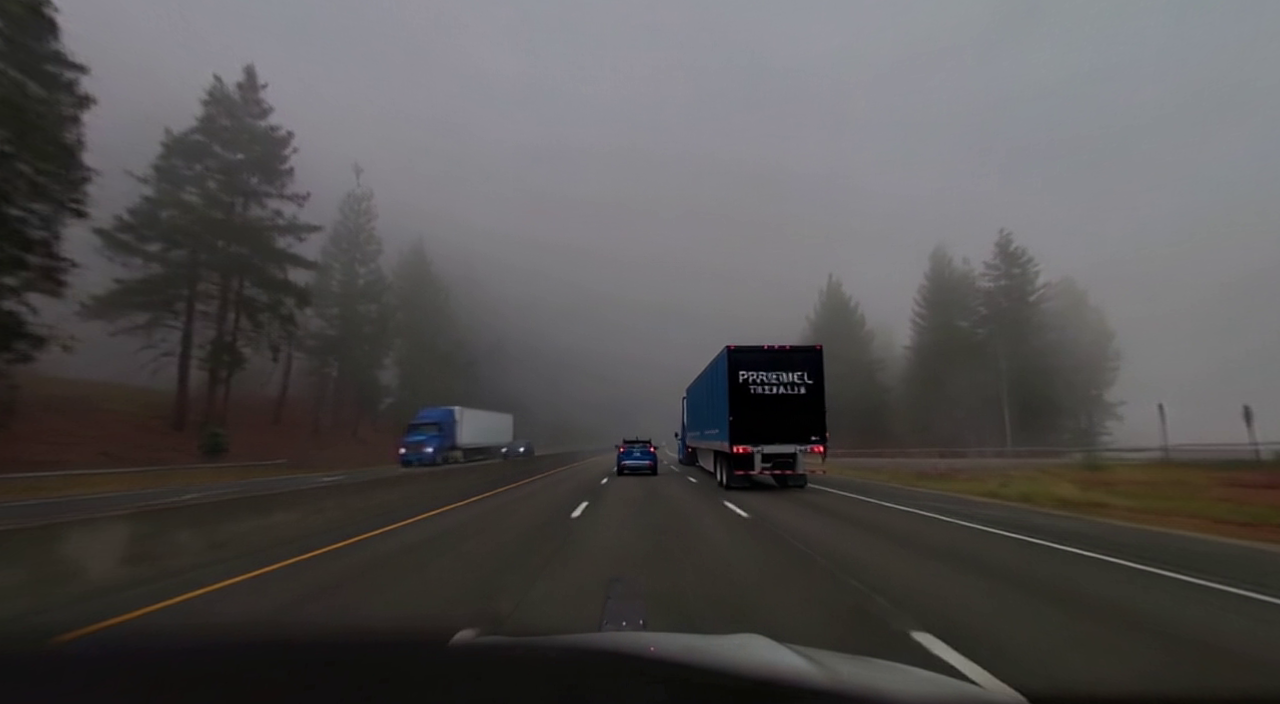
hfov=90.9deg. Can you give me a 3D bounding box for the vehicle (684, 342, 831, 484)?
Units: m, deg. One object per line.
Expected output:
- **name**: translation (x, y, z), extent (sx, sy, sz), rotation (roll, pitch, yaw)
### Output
- **vehicle**: translation (4.016, 2.997, 26.769), extent (2.899, 4.160, 16.621), rotation (0, -9, -1)

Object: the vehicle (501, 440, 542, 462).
- **vehicle**: translation (-8.872, 7.450, 47.591), extent (2.117, 1.493, 4.774), rotation (0, -8, 1)

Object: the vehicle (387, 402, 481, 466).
- **vehicle**: translation (-13.423, 5.531, 42.080), extent (3.042, 3.762, 9.032), rotation (0, -8, 1)

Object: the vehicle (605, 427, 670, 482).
- **vehicle**: translation (-0.097, 3.846, 23.910), extent (2.222, 1.848, 4.610), rotation (0, -8, 0)
